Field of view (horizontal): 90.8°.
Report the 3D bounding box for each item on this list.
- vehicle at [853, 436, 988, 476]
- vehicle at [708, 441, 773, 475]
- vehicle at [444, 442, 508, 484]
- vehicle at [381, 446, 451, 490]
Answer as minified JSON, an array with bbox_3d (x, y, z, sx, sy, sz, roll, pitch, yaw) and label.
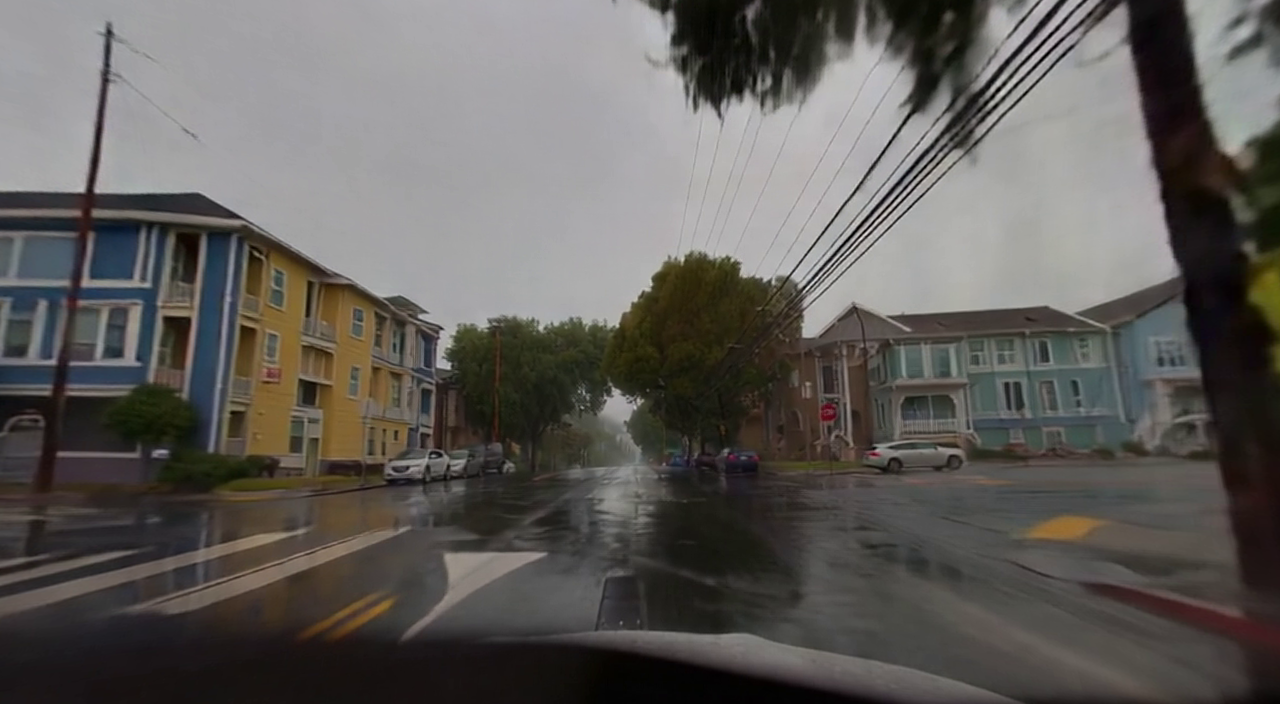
[{"bbox_3d":[10.800,4.004,24.477,4.336,1.424,1.954,2,-9,-10],"label":"vehicle"},{"bbox_3d":[4.842,5.199,31.229,2.059,1.502,4.824,1,-8,-4],"label":"vehicle"},{"bbox_3d":[-10.526,7.140,41.039,2.687,2.491,5.936,0,-8,-2],"label":"vehicle"},{"bbox_3d":[-10.201,5.319,29.100,1.900,1.683,4.486,-5,-10,-5],"label":"vehicle"}]
